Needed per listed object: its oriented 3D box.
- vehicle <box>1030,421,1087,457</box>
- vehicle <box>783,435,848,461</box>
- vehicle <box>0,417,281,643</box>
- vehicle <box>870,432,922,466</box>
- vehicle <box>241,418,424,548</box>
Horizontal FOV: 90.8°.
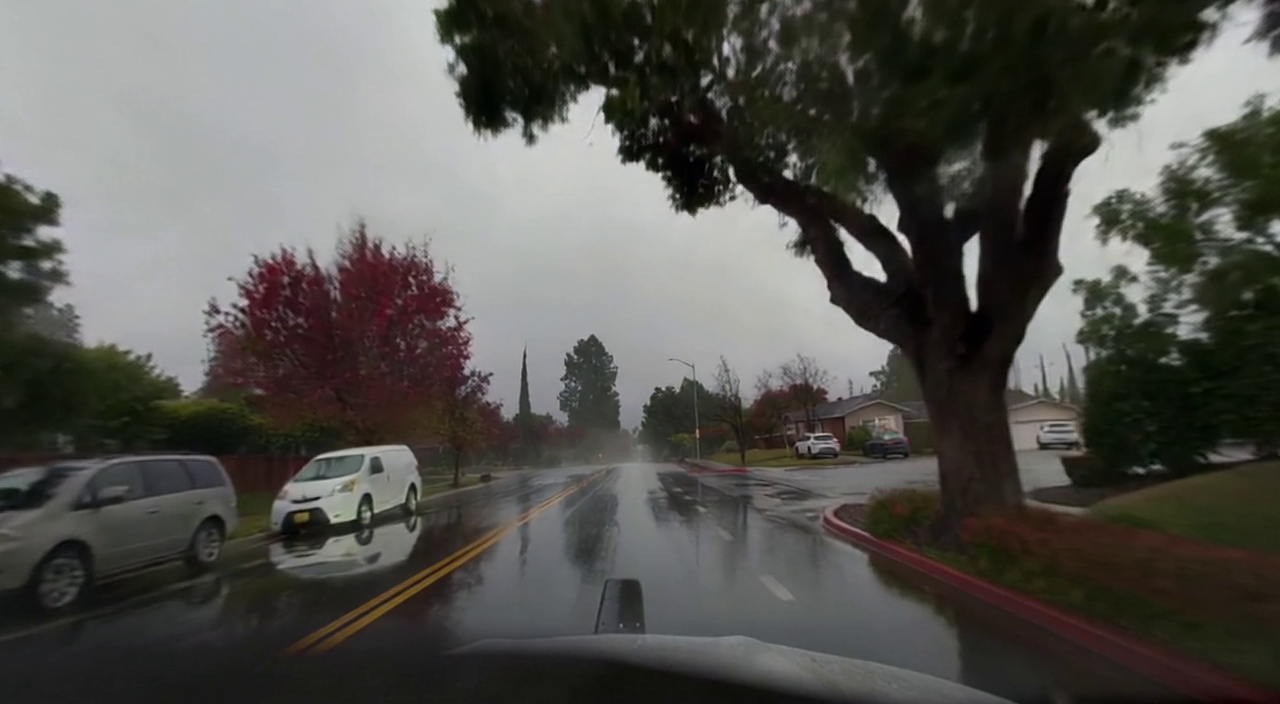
[{"bbox_3d":[21.775,4.557,33.026,1.956,1.632,3.922,-9,-11,27],"label":"vehicle"},{"bbox_3d":[9.354,5.186,34.094,1.922,1.263,4.664,0,-9,-3],"label":"vehicle"},{"bbox_3d":[-6.912,2.098,7.859,2.173,2.020,4.770,-6,-10,-1],"label":"vehicle"},{"bbox_3d":[13.784,5.190,33.839,1.860,1.697,4.292,-5,-10,30],"label":"vehicle"},{"bbox_3d":[-6.827,2.928,14.606,2.057,2.317,4.386,-6,-10,-1],"label":"vehicle"}]
